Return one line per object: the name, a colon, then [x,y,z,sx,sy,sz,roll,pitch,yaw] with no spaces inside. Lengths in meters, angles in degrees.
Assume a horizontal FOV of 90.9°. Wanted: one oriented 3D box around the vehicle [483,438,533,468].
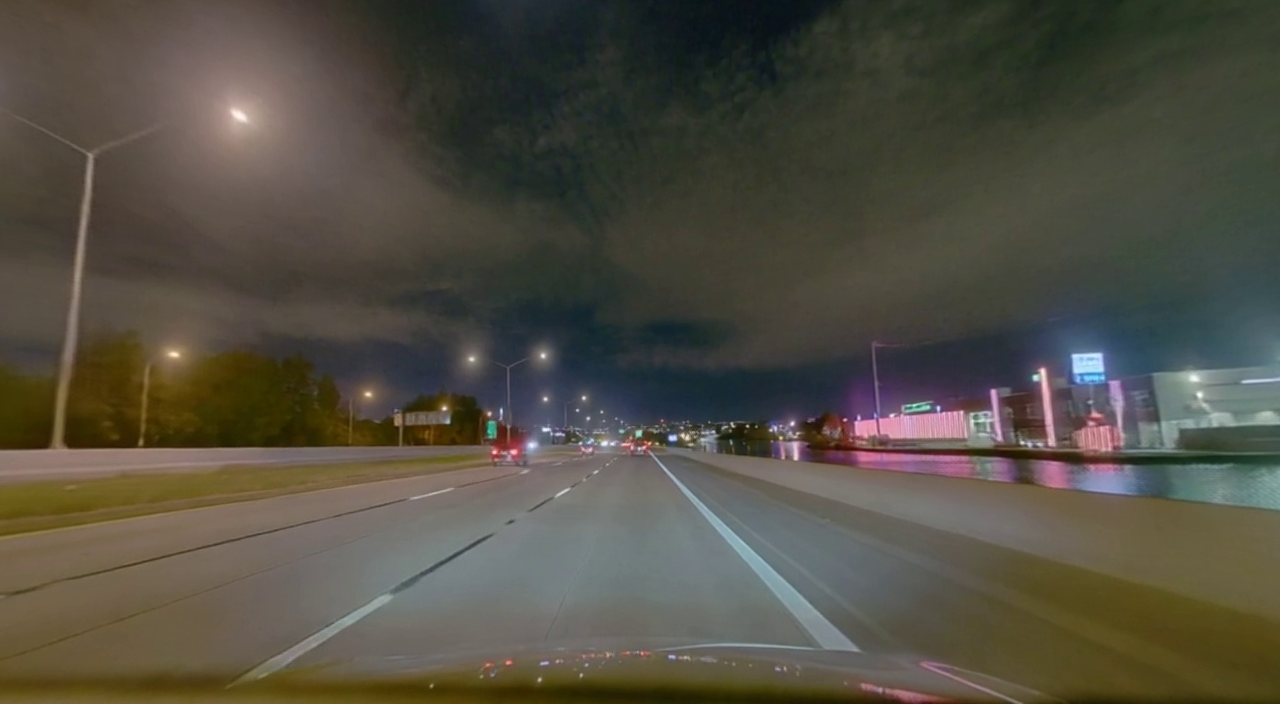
vehicle: [-7.367,5.691,35.628,1.946,1.590,4.042,0,-8,0]
